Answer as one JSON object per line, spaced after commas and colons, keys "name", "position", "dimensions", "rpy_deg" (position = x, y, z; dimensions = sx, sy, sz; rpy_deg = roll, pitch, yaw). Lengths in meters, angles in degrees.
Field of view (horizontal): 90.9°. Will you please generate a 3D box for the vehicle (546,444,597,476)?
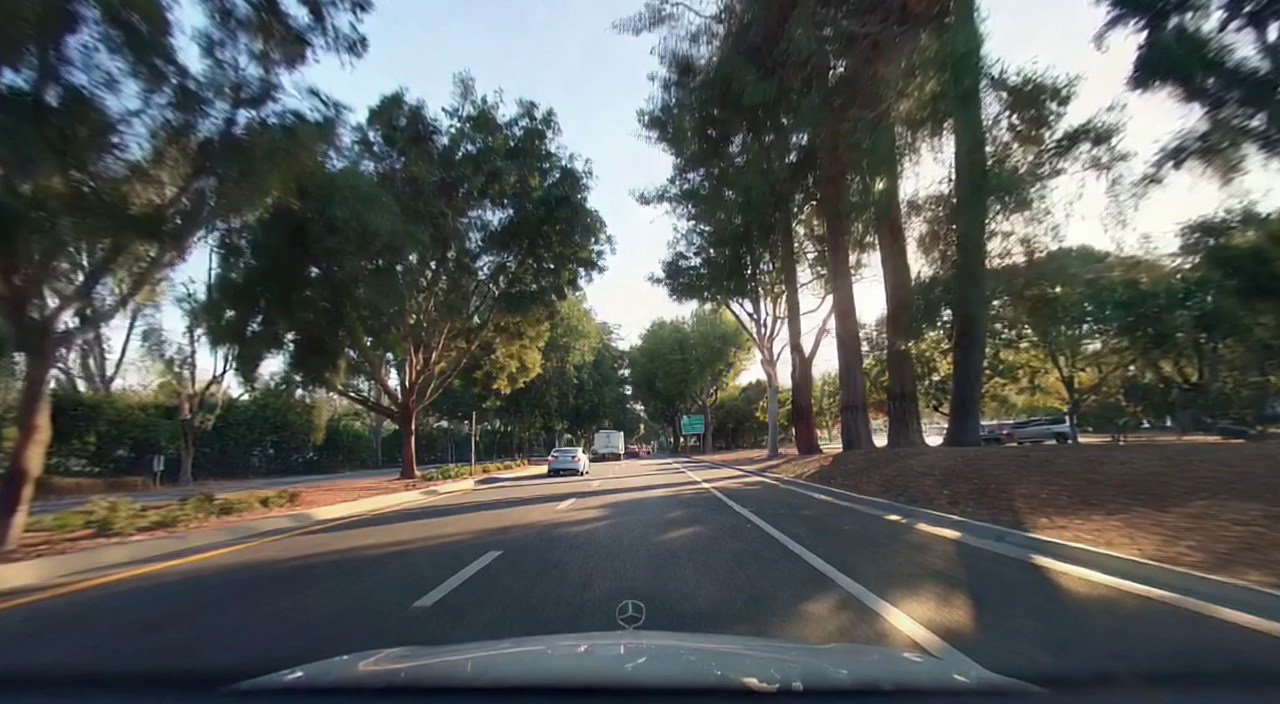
{"name": "vehicle", "position": [-3.329, 5.362, 31.490], "dimensions": [2.005, 1.462, 4.345], "rpy_deg": [0, -8, 1]}
